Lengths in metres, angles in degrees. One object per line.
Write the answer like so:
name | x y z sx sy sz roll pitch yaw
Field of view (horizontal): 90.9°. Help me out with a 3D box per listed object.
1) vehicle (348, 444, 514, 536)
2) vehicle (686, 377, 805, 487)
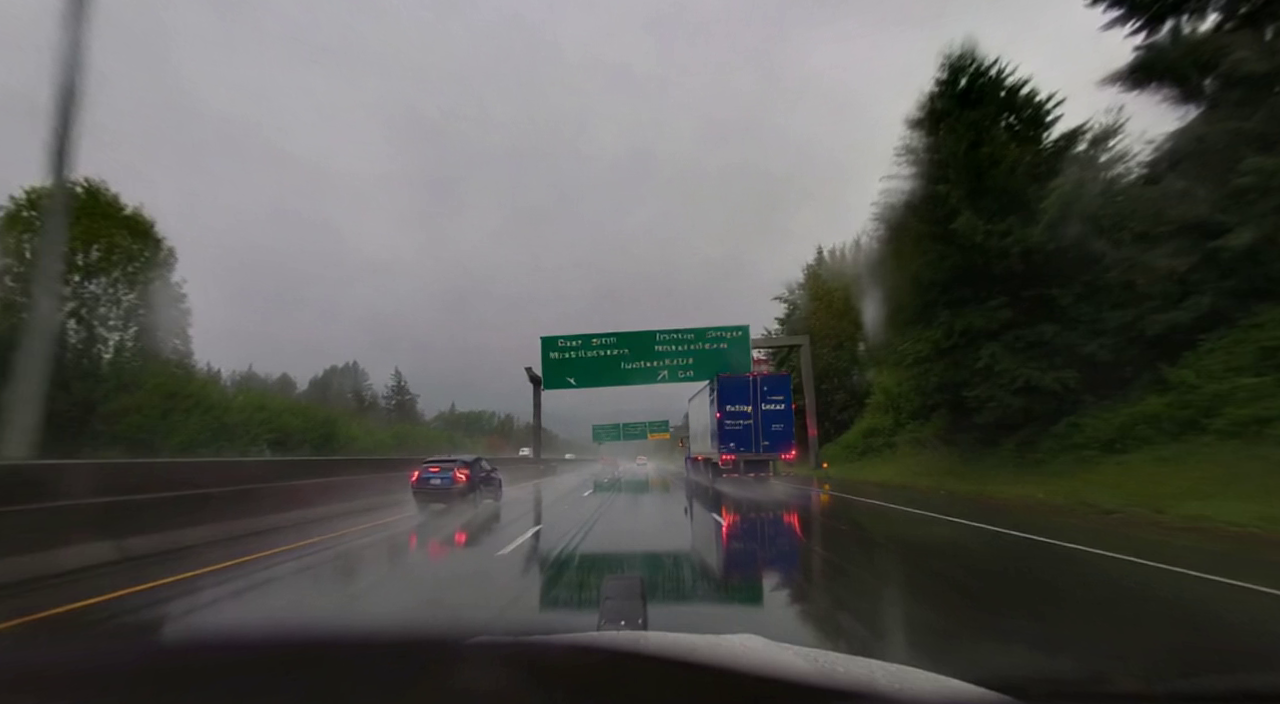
vehicle | -3.917 2.640 12.634 1.918 1.510 4.006 0 -9 1
vehicle | 4.357 3.991 30.043 3.025 4.005 14.010 0 -9 -1
